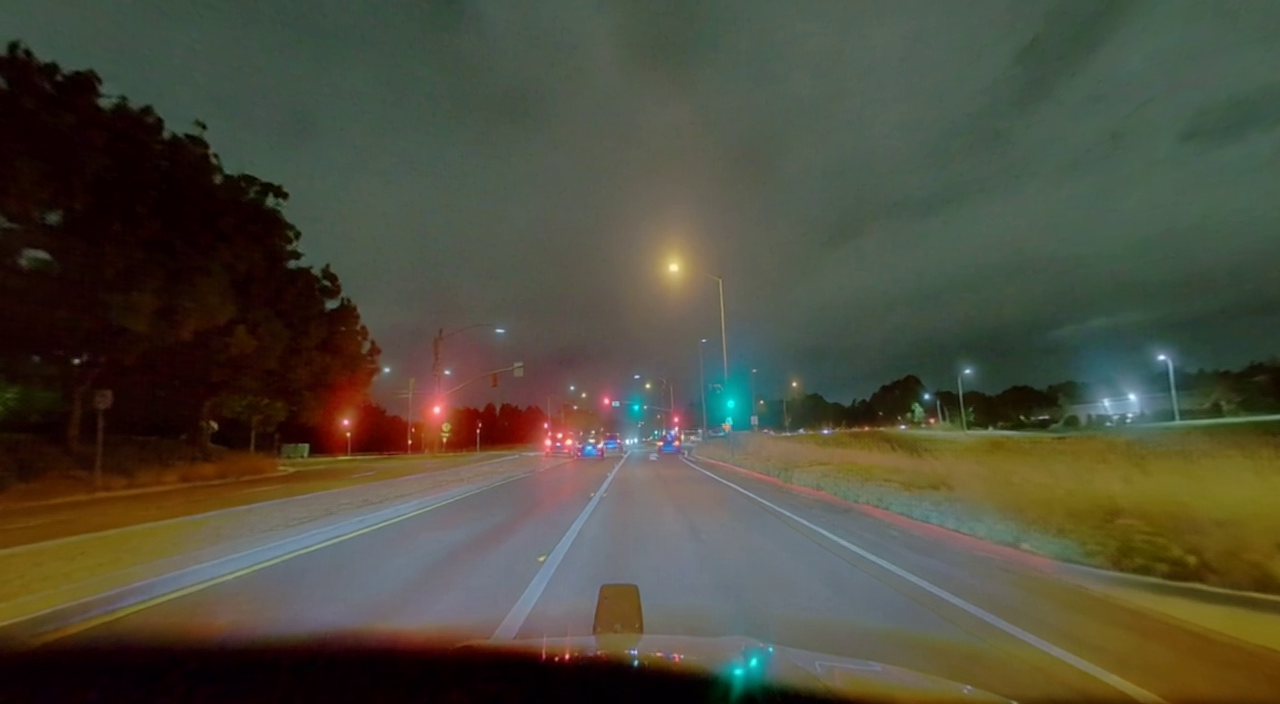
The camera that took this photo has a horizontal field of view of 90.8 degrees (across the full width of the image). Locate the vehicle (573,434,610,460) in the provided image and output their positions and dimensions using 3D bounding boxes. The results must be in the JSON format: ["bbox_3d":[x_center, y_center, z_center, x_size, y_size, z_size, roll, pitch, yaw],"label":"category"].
[{"bbox_3d":[-2.995,5.984,39.817,1.979,1.492,3.930,0,-9,1],"label":"vehicle"}]

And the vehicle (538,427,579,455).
[{"bbox_3d":[-6.097,6.795,48.023,2.390,2.020,5.085,0,-9,0],"label":"vehicle"}]
